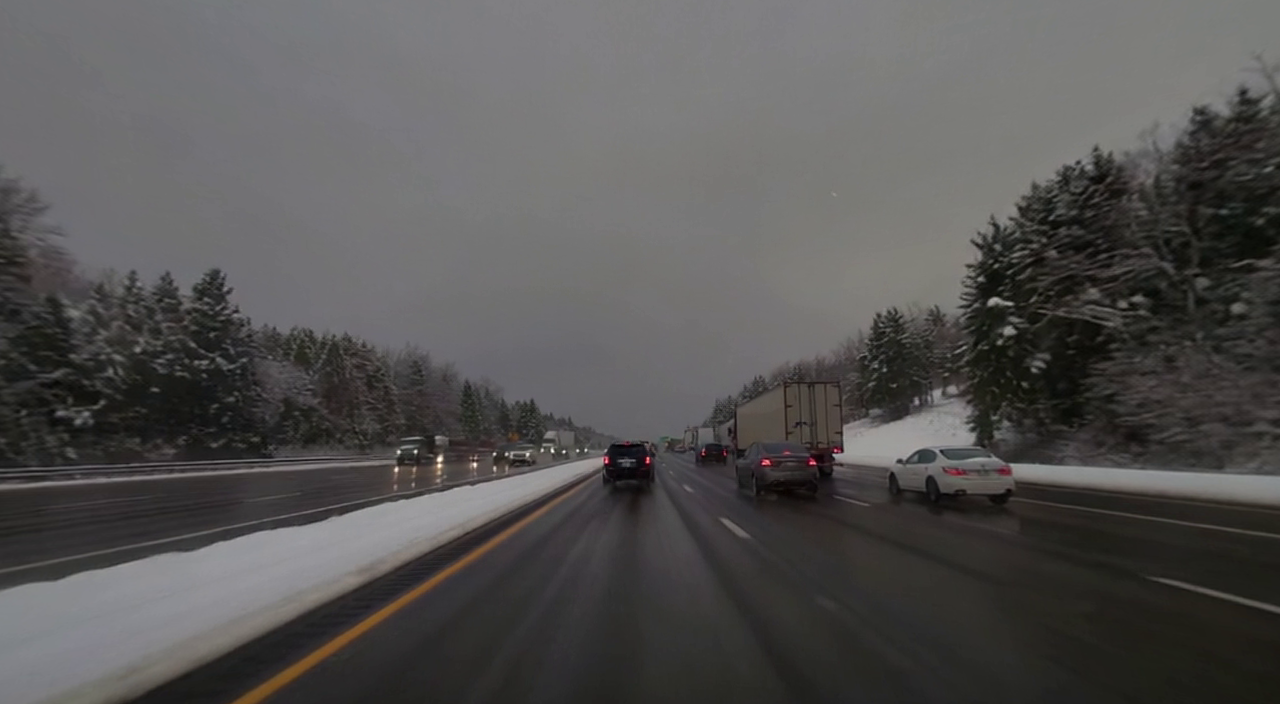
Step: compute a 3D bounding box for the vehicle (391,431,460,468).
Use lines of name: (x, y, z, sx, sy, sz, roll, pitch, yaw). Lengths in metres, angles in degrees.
vehicle: (-15.818, 7.312, 47.180, 2.537, 2.511, 7.298, 0, -9, 0)

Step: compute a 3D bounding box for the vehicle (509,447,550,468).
vehicle: (-8.204, 7.848, 47.204, 2.053, 1.476, 4.544, -1, -9, 2)

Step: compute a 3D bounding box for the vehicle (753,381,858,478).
vehicle: (7.699, 3.886, 30.763, 2.823, 4.063, 8.485, 0, -9, 1)

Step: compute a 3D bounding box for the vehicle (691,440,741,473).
vehicle: (4.039, 5.637, 34.115, 2.150, 1.632, 4.260, 0, -9, 0)

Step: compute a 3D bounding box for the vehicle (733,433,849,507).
vehicle: (3.612, 2.907, 15.882, 1.920, 1.594, 3.867, 0, -9, -1)

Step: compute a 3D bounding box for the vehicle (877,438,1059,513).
vehicle: (7.364, 2.798, 14.750, 1.951, 1.467, 4.173, 0, -9, 0)

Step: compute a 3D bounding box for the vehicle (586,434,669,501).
vehicle: (-0.284, 3.114, 17.363, 2.023, 1.618, 3.628, 0, -9, 1)
